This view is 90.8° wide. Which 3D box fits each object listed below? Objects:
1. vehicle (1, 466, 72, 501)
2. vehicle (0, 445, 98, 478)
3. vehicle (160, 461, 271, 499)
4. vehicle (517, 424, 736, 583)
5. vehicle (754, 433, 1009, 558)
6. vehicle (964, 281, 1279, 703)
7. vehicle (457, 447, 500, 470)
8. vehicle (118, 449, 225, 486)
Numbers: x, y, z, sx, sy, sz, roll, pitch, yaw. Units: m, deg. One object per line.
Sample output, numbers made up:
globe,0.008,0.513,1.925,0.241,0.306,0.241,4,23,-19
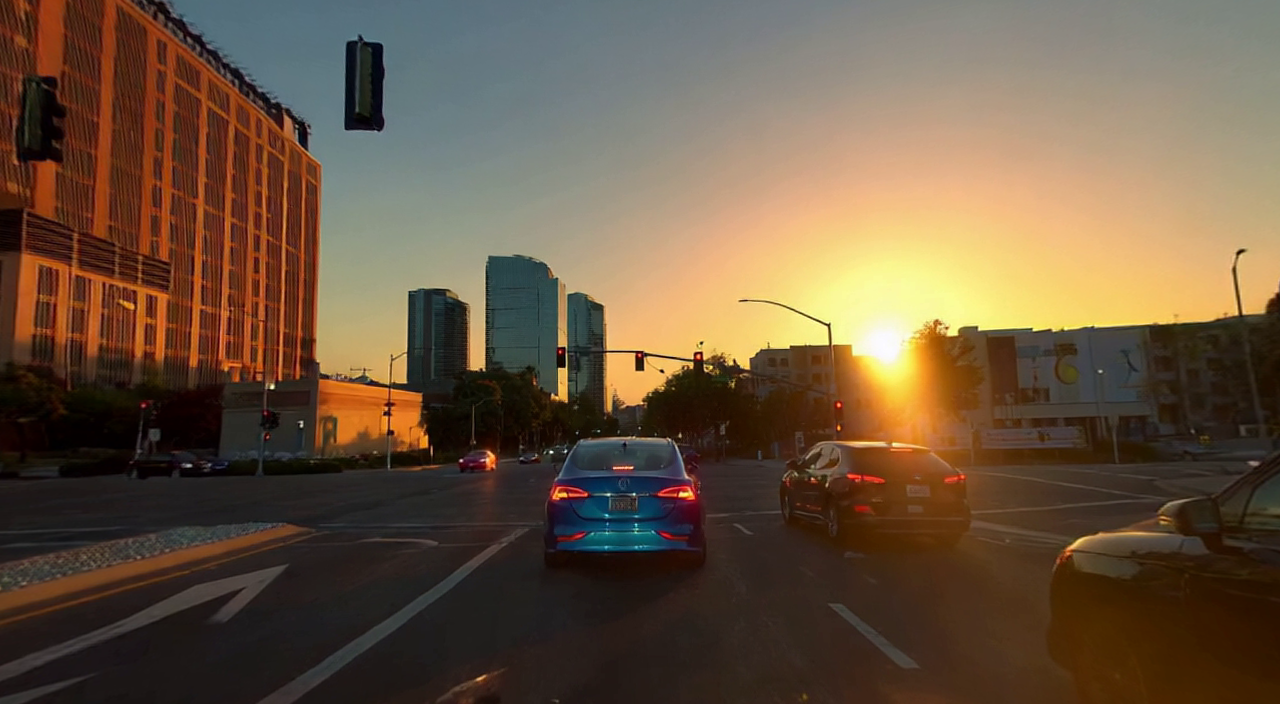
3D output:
vehicle,-28.002,6.076,29.450,1.972,1.433,4.324,8,-12,-39
vehicle,-35.571,6.481,37.443,2.145,1.797,5.198,-1,-10,1
vehicle,-19.078,5.761,28.703,1.942,1.453,4.448,0,-9,0
vehicle,-0.141,1.738,8.060,2.095,1.502,3.873,0,-8,0
vehicle,3.218,1.994,9.598,2.009,1.414,4.416,0,-8,-2
vehicle,3.000,0.624,1.578,2.047,1.785,4.357,0,-8,0
vehicle,-11.676,7.728,46.034,1.887,1.516,4.524,0,-8,1
vehicle,-27.484,6.753,37.359,2.300,1.932,5.056,-1,-8,2
